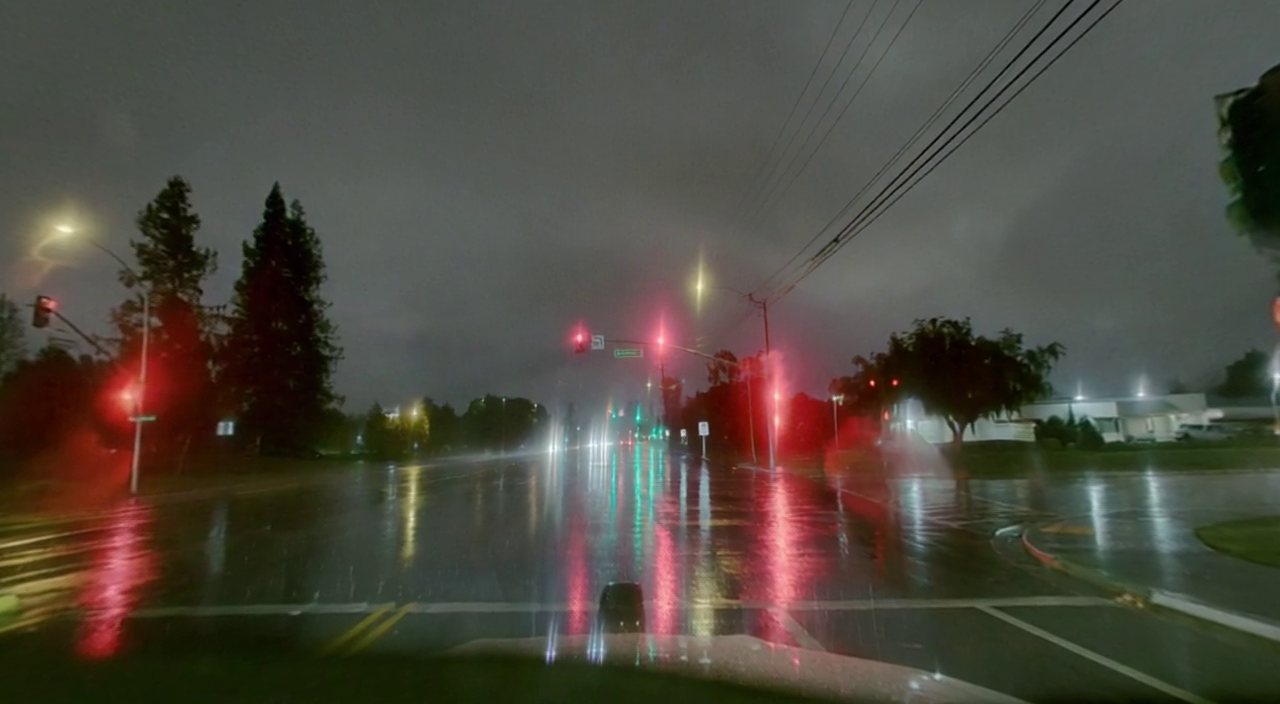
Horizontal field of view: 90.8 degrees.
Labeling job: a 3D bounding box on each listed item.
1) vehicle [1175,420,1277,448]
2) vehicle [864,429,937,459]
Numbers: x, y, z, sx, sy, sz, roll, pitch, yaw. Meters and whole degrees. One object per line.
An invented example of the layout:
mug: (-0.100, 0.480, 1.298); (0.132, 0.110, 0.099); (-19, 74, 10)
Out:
vehicle: (34.096, 4.818, 36.939); (1.832, 1.521, 4.266); (0, -9, 0)
vehicle: (14.959, 5.335, 36.573); (1.959, 1.471, 4.570); (-4, -8, -5)
